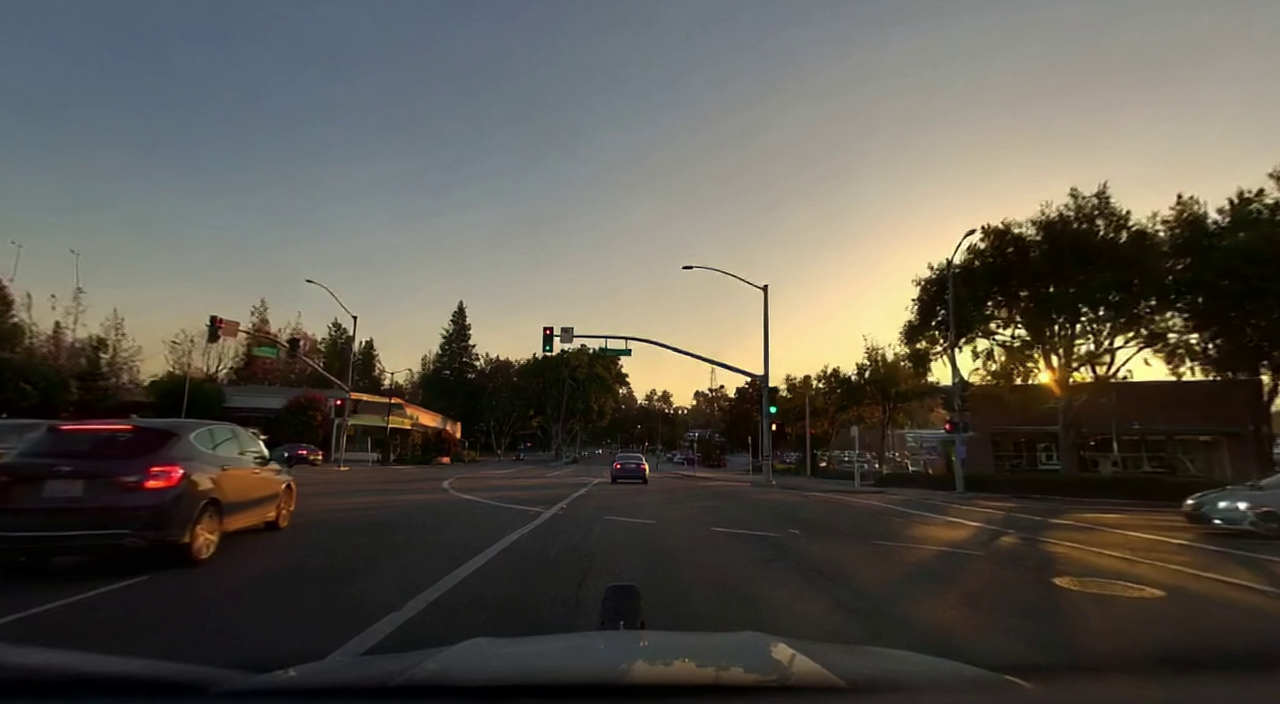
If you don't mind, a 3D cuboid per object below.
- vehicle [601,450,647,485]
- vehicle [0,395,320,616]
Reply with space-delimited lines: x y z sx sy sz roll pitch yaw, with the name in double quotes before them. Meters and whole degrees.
"vehicle" -0.730 5.164 28.573 1.917 1.418 3.987 1 -8 -2
"vehicle" -5.319 1.499 7.097 1.909 1.704 4.307 2 -9 -12
